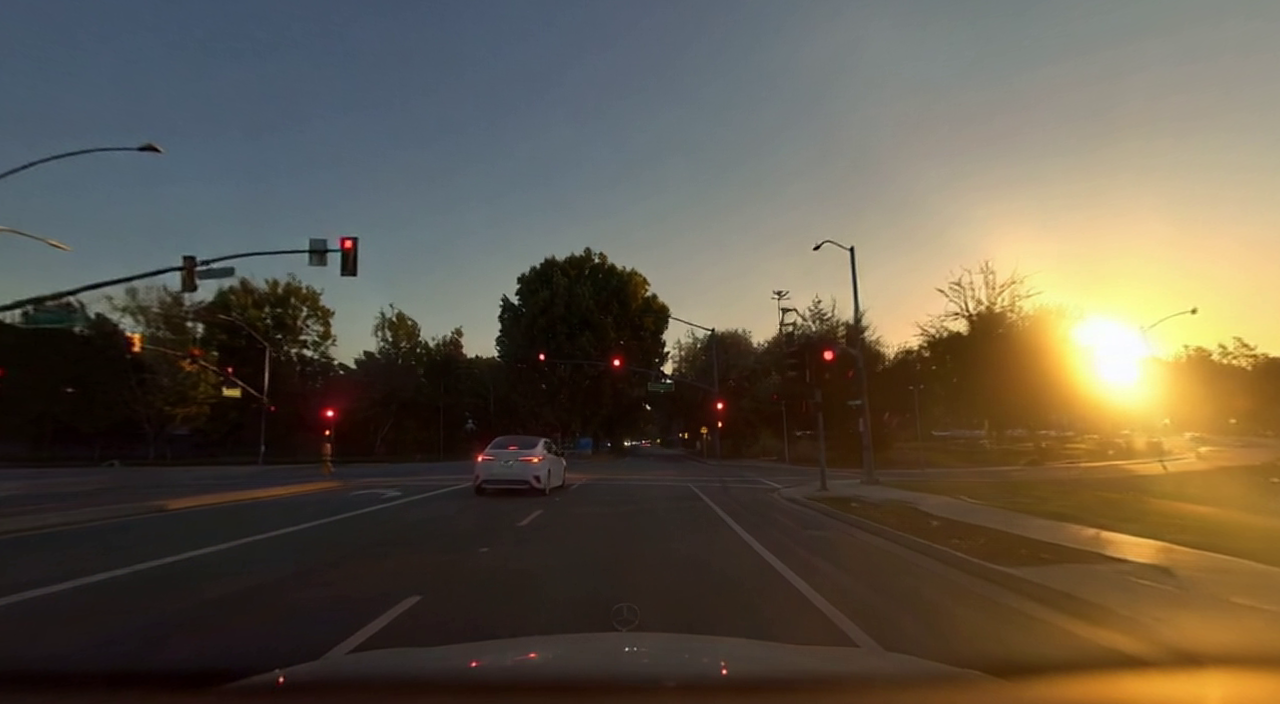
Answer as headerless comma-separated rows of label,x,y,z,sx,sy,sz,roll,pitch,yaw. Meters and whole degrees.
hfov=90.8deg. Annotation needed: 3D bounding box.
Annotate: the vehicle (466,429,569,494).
vehicle,-3.299,3.064,17.976,2.076,1.599,4.483,0,-9,-1
